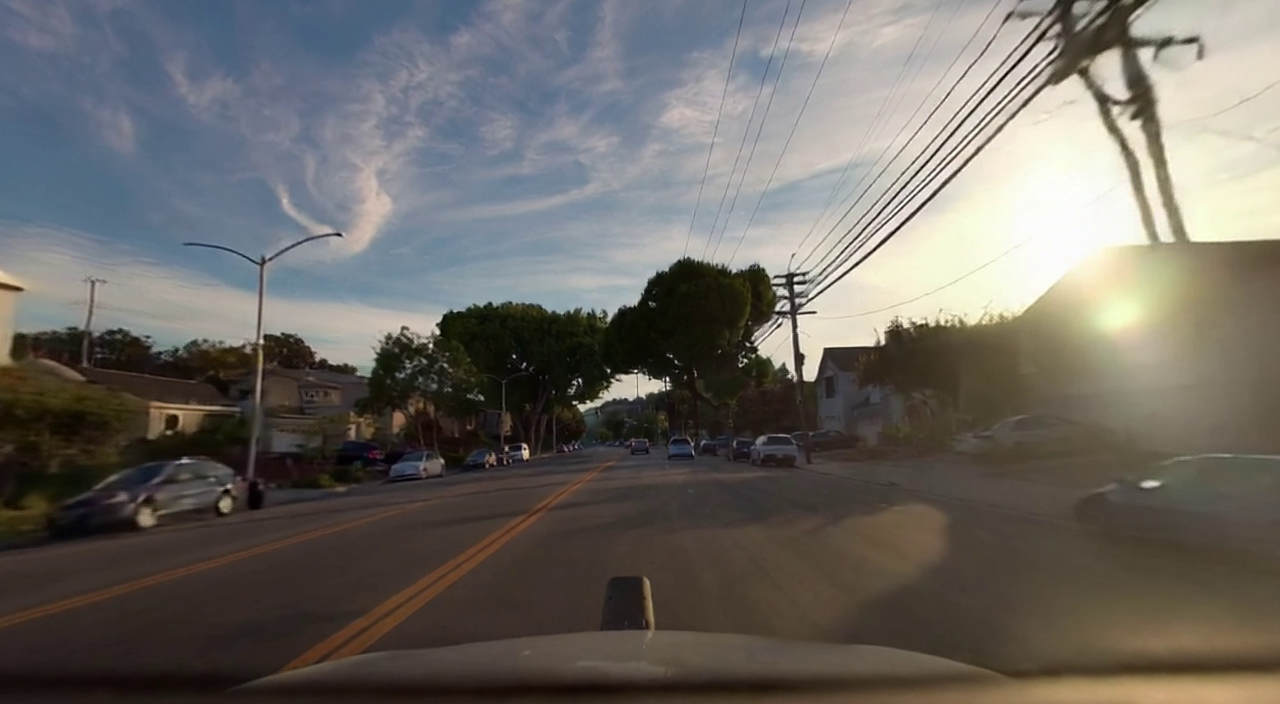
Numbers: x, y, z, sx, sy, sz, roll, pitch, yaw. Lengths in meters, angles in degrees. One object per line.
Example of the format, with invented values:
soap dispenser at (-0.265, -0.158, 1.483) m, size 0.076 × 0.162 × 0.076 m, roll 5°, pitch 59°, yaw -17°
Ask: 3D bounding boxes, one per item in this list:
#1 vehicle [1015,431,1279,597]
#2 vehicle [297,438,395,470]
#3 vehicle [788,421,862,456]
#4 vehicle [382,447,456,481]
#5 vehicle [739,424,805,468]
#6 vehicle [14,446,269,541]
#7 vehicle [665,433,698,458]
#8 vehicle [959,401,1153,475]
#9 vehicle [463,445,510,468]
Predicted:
vehicle at (6.581, 1.608, 6.877) m, size 2.070 × 1.428 × 4.636 m, roll 0°, pitch -8°, yaw -1°
vehicle at (-17.551, 6.091, 37.813) m, size 4.745 × 1.810 × 2.197 m, roll 0°, pitch -8°, yaw 2°
vehicle at (12.898, 6.080, 44.126) m, size 4.305 × 1.844 × 2.135 m, roll -7°, pitch -9°, yaw 1°
vehicle at (-10.610, 5.395, 30.635) m, size 1.896 × 1.495 × 4.425 m, roll 0°, pitch -8°, yaw 1°
vehicle at (6.720, 4.885, 32.772) m, size 2.274 × 2.090 × 5.465 m, roll 0°, pitch -8°, yaw 0°
vehicle at (-10.552, 2.952, 13.948) m, size 1.965 × 1.675 × 4.577 m, roll 0°, pitch -8°, yaw -2°
vehicle at (3.043, 6.945, 47.003) m, size 2.070 × 1.765 × 4.731 m, roll 0°, pitch -8°, yaw -1°
vehicle at (12.830, 2.668, 19.683) m, size 4.496 × 1.773 × 1.972 m, roll -5°, pitch -8°, yaw -1°
vehicle at (-10.345, 7.046, 42.740) m, size 2.098 × 1.503 × 4.113 m, roll 0°, pitch -8°, yaw 0°
